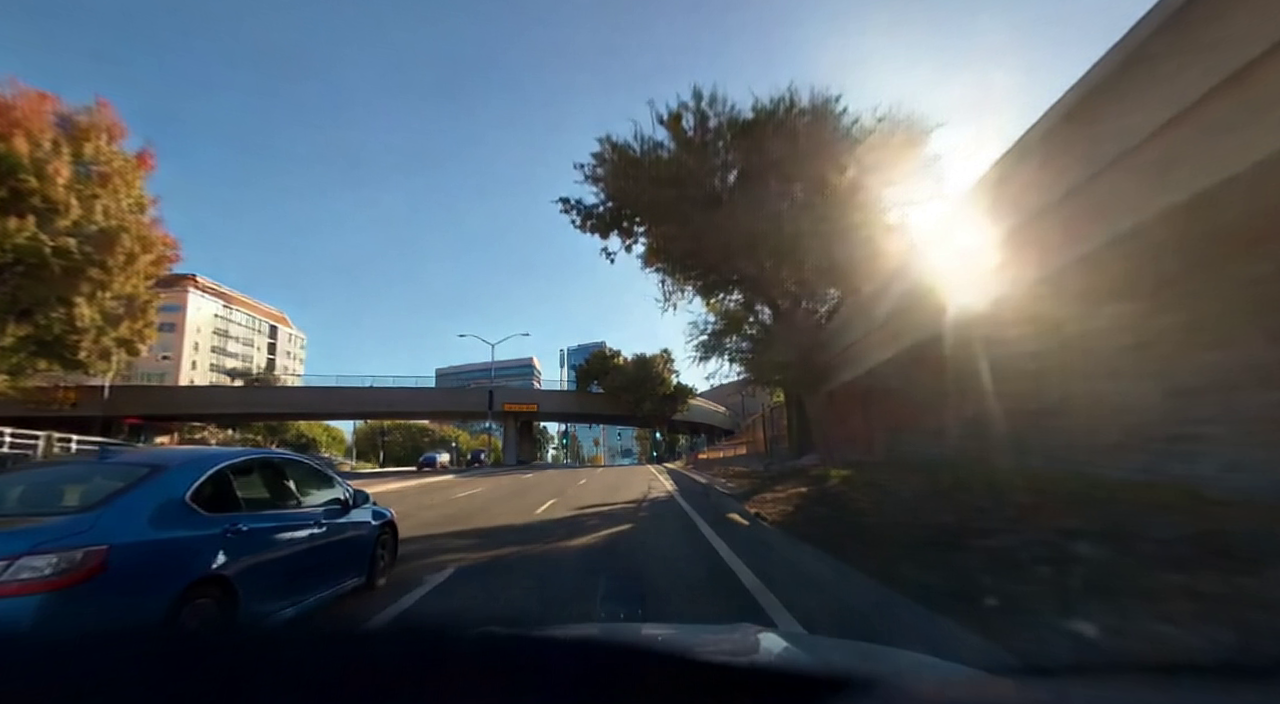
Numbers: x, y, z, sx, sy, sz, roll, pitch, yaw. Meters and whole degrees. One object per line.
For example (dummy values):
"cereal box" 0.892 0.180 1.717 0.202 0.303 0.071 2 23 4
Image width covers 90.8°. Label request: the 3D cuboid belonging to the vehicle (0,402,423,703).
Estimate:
"vehicle" -3.183 1.214 4.068 2.041 1.470 4.290 0 -9 0
